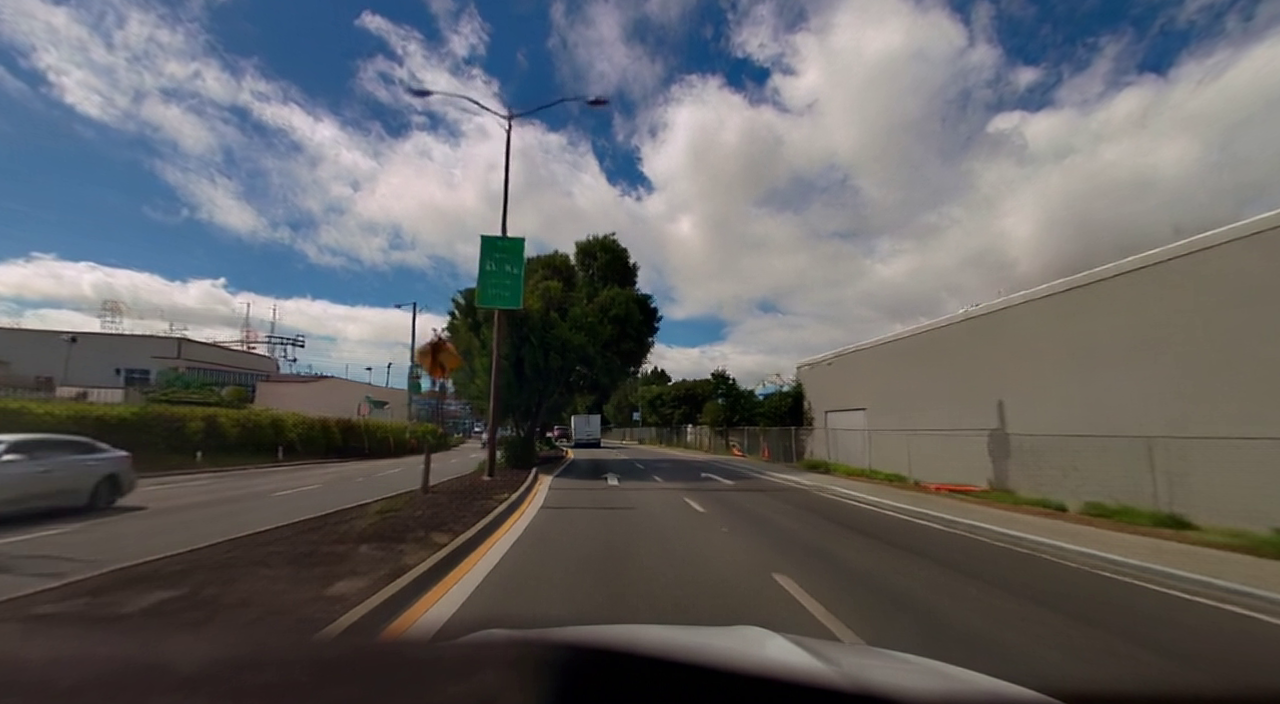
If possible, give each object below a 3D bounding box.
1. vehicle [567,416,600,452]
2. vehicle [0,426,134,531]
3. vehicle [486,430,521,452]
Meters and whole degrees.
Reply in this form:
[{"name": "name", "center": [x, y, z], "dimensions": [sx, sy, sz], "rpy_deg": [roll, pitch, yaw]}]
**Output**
[{"name": "vehicle", "center": [-4.527, 6.496, 49.815], "dimensions": [2.276, 2.706, 5.232], "rpy_deg": [1, -8, -8]}, {"name": "vehicle", "center": [-10.297, 1.900, 9.618], "dimensions": [1.897, 1.515, 3.986], "rpy_deg": [0, -8, -2]}, {"name": "vehicle", "center": [-10.397, 6.842, 48.311], "dimensions": [2.120, 1.610, 3.917], "rpy_deg": [1, -8, -5]}]
